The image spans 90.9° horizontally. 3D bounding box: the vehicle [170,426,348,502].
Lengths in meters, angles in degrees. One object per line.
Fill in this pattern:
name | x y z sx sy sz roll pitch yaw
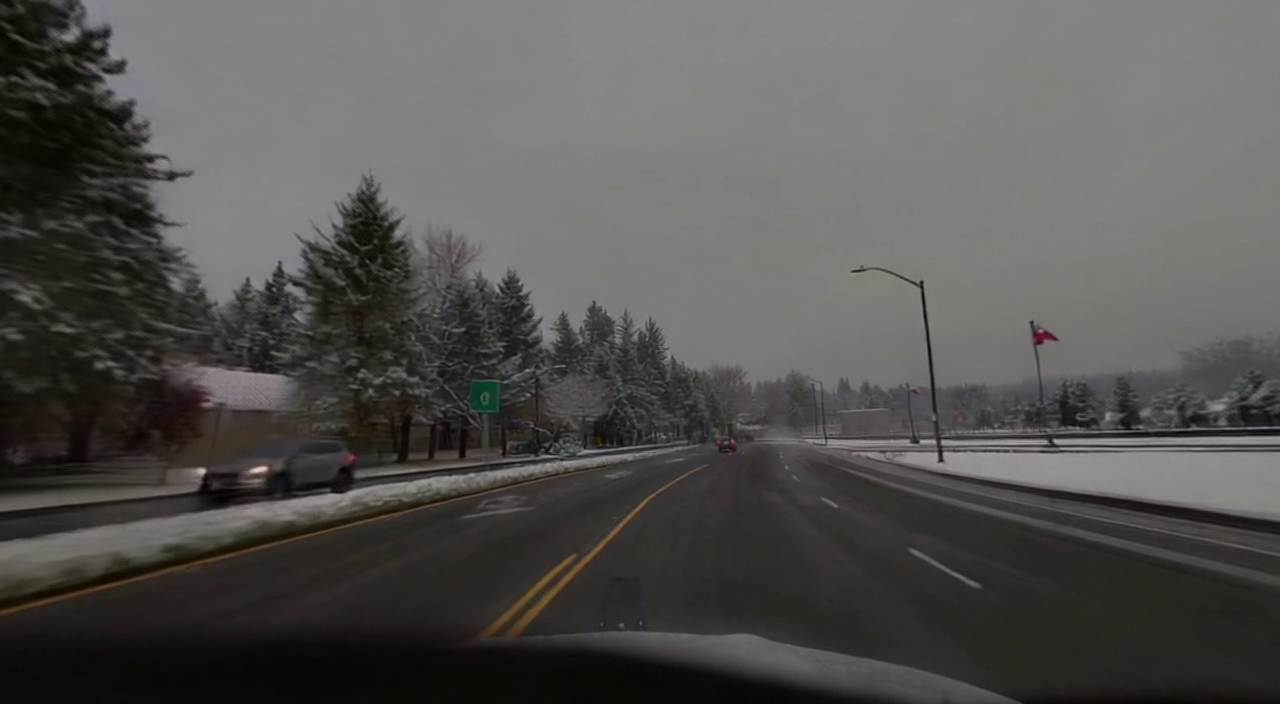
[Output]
vehicle | -11.288 3.342 19.248 2.080 1.984 4.778 -1 -8 6
